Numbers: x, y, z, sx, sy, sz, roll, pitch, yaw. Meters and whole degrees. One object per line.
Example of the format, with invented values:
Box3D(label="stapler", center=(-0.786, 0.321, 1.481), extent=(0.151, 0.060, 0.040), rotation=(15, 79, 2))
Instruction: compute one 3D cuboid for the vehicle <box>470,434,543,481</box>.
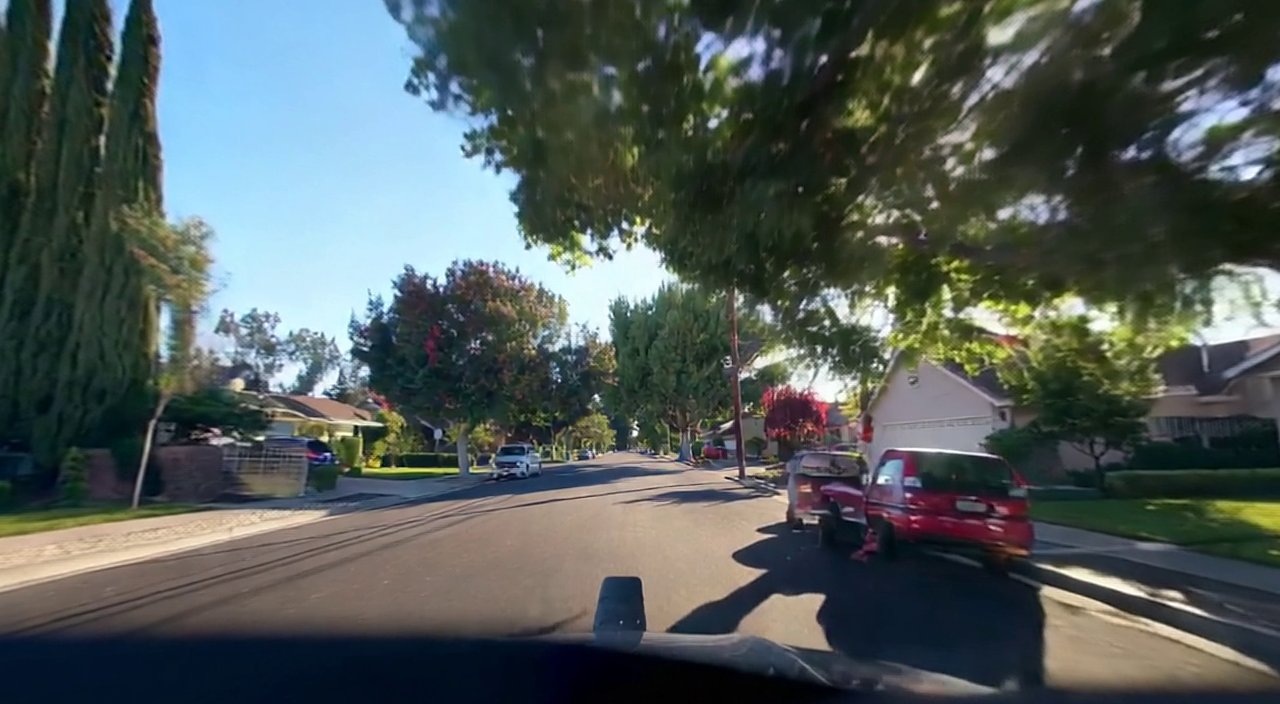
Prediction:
Box3D(label="vehicle", center=(-6.832, 5.560, 33.252), extent=(2.739, 2.164, 6.065), rotation=(-1, -10, -2))

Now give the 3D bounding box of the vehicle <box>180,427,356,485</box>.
Box3D(label="vehicle", center=(-13.505, 3.801, 23.200), extent=(5.033, 1.997, 2.126), rotation=(0, -9, -1))
